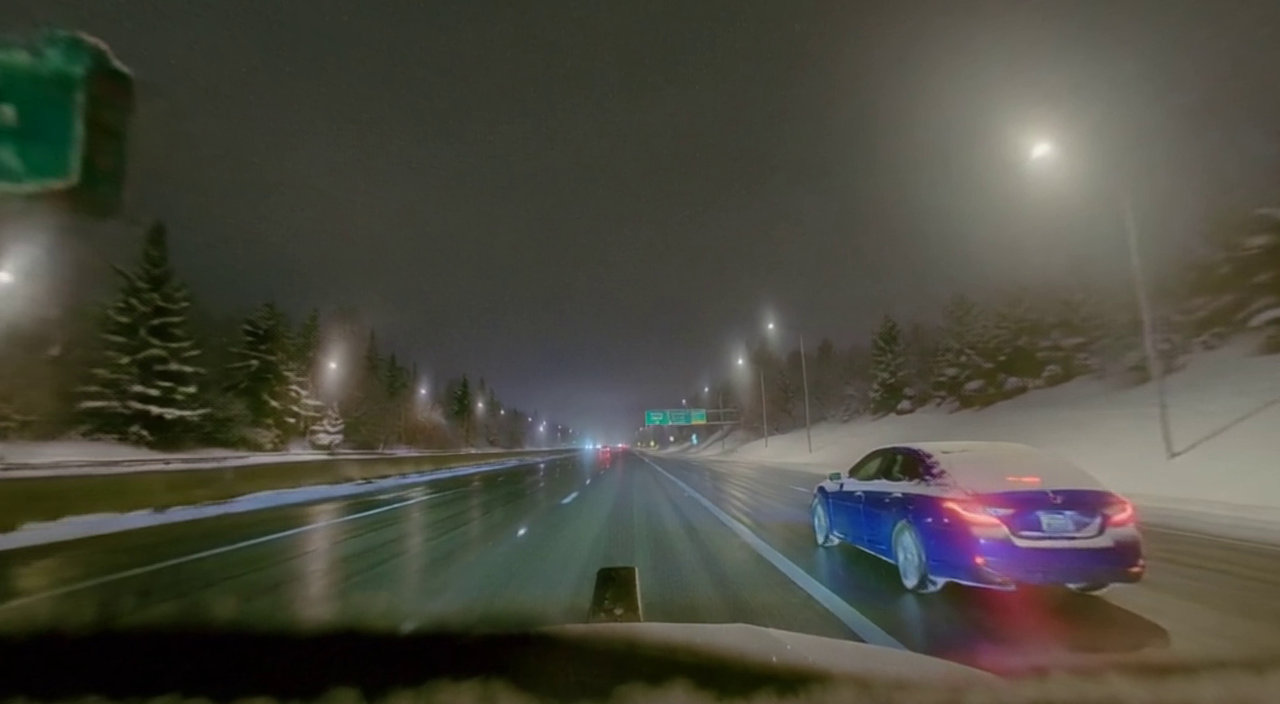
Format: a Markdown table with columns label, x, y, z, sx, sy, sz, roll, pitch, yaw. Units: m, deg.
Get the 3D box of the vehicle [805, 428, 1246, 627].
| label | x | y | z | sx | sy | sz | roll | pitch | yaw |
| --- | --- | --- | --- | --- | --- | --- | --- | --- | --- |
| vehicle | 3.545 | 1.680 | 7.186 | 1.989 | 1.479 | 4.670 | 0 | -9 | -1 |
